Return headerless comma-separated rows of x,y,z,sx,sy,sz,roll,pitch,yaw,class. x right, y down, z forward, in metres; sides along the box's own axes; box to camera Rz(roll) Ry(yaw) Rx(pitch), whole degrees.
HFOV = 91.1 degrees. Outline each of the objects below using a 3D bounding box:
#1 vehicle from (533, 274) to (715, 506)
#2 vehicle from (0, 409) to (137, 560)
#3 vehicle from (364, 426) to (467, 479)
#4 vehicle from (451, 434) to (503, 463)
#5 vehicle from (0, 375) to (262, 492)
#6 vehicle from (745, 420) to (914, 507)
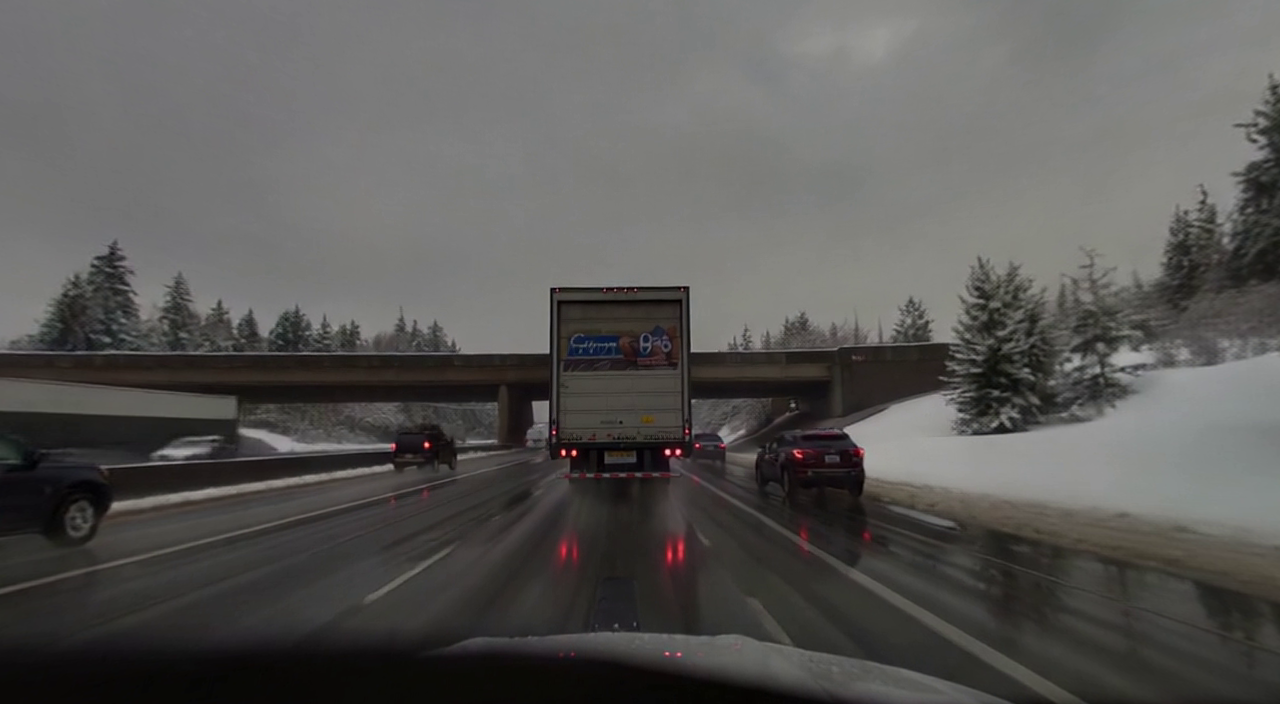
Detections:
-0.429,1.240,15.222,2.911,3.787,9.905,0,-8,-2,vehicle
-8.087,1.417,6.563,2.048,1.652,4.421,0,-8,-1,vehicle
-7.923,3.564,22.734,2.057,1.698,4.550,0,-8,0,vehicle
-8.704,5.170,33.924,1.845,1.488,3.656,0,-8,0,vehicle
-23.648,3.723,28.412,2.978,4.017,16.640,0,-8,-1,vehicle
3.738,2.289,13.452,2.003,1.519,4.580,0,-8,-3,vehicle
